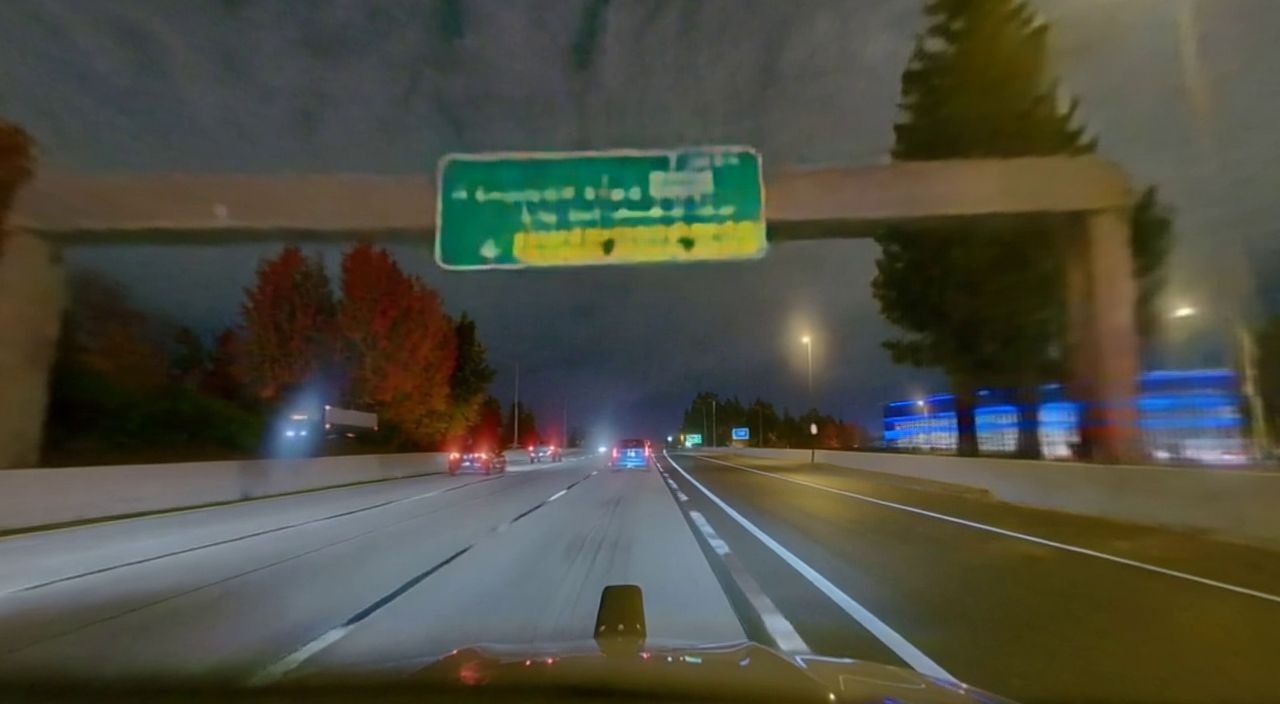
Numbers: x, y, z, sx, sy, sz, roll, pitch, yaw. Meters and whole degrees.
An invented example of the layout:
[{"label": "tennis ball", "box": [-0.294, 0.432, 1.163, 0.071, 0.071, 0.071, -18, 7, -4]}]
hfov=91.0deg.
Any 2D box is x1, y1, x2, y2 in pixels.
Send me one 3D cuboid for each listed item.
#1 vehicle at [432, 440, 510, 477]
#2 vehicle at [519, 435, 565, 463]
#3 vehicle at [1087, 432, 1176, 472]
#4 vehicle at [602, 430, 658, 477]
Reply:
[{"label": "vehicle", "box": [-7.339, 4.671, 27.829, 2.074, 1.495, 4.643, 0, -8, 1]}, {"label": "vehicle", "box": [-7.199, 7.232, 46.959, 2.328, 1.927, 5.880, 0, -8, 1]}, {"label": "vehicle", "box": [24.696, 5.053, 31.857, 2.242, 1.835, 4.667, -3, -9, 22]}, {"label": "vehicle", "box": [-0.411, 4.406, 27.555, 2.245, 1.863, 4.801, 0, -9, 0]}]
